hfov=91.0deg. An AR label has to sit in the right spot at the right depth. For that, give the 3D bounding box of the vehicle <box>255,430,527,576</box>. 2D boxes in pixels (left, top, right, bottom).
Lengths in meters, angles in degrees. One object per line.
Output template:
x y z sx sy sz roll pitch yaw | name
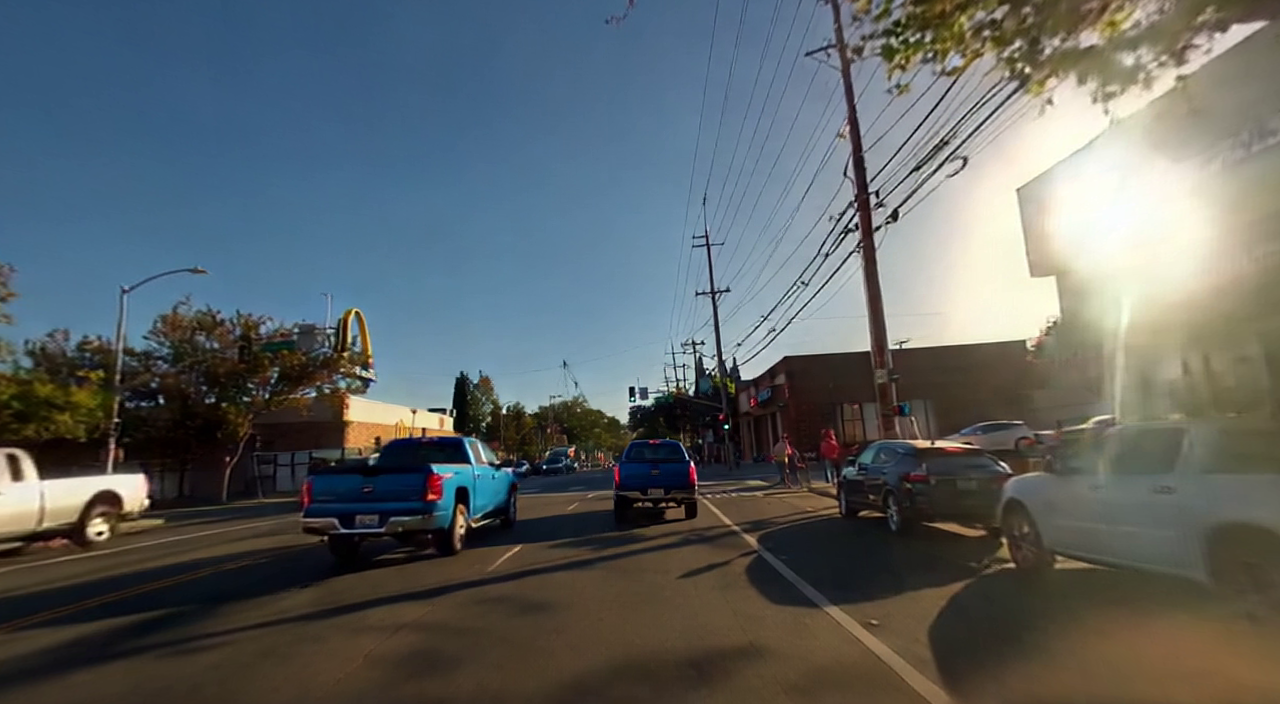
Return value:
-3.148 2.003 9.249 1.995 1.554 4.618 0 -9 2 | vehicle

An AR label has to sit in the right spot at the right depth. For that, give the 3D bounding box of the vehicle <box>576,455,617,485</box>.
-2.775 7.694 41.293 2.140 1.768 5.092 0 -9 2 | vehicle

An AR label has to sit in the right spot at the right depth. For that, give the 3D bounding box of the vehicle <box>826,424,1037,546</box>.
5.108 2.363 11.925 1.974 1.823 4.576 0 -9 3 | vehicle

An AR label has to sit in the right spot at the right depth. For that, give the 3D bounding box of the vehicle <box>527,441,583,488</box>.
-5.788 7.753 43.988 2.619 2.948 7.193 0 -9 2 | vehicle

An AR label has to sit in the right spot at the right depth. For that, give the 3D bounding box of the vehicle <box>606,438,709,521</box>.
0.621 3.017 15.548 2.089 1.699 4.650 -1 -9 7 | vehicle

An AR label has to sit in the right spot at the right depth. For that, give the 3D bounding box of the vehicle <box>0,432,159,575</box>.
-9.120 1.927 8.069 2.040 1.786 4.772 0 -9 1 | vehicle

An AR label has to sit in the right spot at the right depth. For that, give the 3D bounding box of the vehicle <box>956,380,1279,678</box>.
4.892 1.295 5.247 2.007 1.786 4.870 0 -9 1 | vehicle

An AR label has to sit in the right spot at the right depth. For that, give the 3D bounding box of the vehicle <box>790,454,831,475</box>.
13.458 8.899 49.972 2.075 1.556 4.585 0 -9 1 | vehicle
